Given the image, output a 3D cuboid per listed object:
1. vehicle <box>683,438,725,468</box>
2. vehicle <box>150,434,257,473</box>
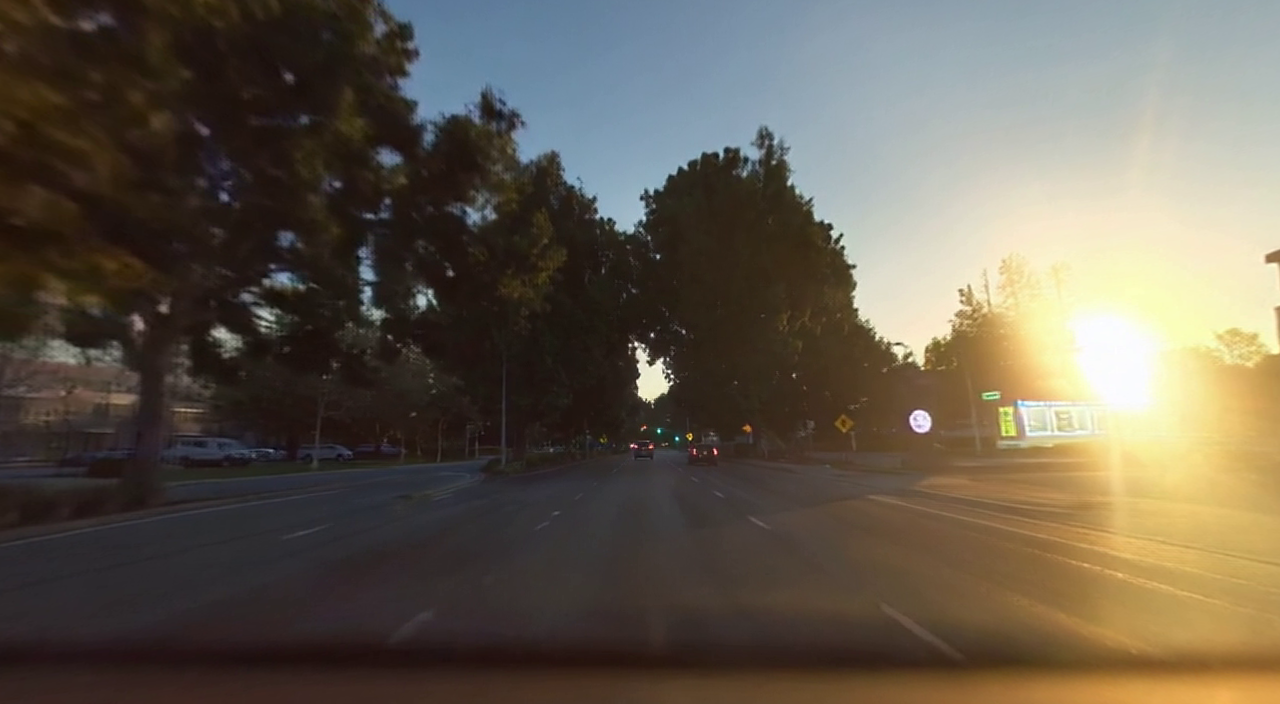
[{"bbox_3d":[3.823,6.100,38.212,2.007,1.683,4.171,0,-8,-1],"label":"vehicle"},{"bbox_3d":[-32.605,7.577,47.201,6.090,2.737,2.475,-1,-8,1],"label":"vehicle"}]
